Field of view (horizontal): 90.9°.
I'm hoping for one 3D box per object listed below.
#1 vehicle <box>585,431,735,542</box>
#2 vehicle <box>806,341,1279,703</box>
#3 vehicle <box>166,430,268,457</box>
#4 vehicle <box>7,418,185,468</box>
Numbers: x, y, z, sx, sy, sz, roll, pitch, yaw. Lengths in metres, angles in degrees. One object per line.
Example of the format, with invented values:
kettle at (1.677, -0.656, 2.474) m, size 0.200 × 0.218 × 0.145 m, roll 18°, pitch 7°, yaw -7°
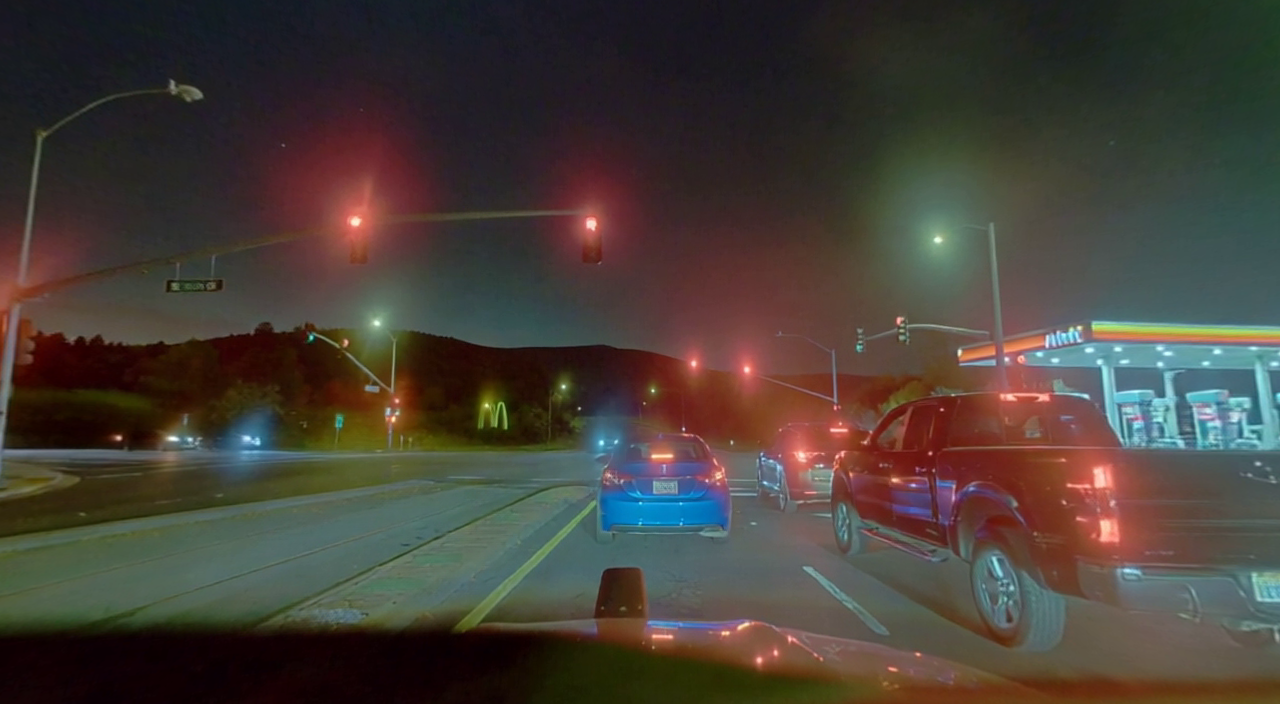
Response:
vehicle at (0.260, 2.114, 10.536) m, size 2.027 × 1.494 × 3.824 m, roll 0°, pitch -8°, yaw 0°
vehicle at (3.561, 1.318, 6.094) m, size 2.277 × 1.871 × 6.143 m, roll 0°, pitch -8°, yaw 0°
vehicle at (-23.094, 5.033, 34.494) m, size 4.326 × 1.420 × 1.798 m, roll -1°, pitch -8°, yaw 4°
vehicle at (-19.925, 3.364, 23.248) m, size 4.742 × 1.720 × 2.107 m, roll -1°, pitch -8°, yaw 5°
